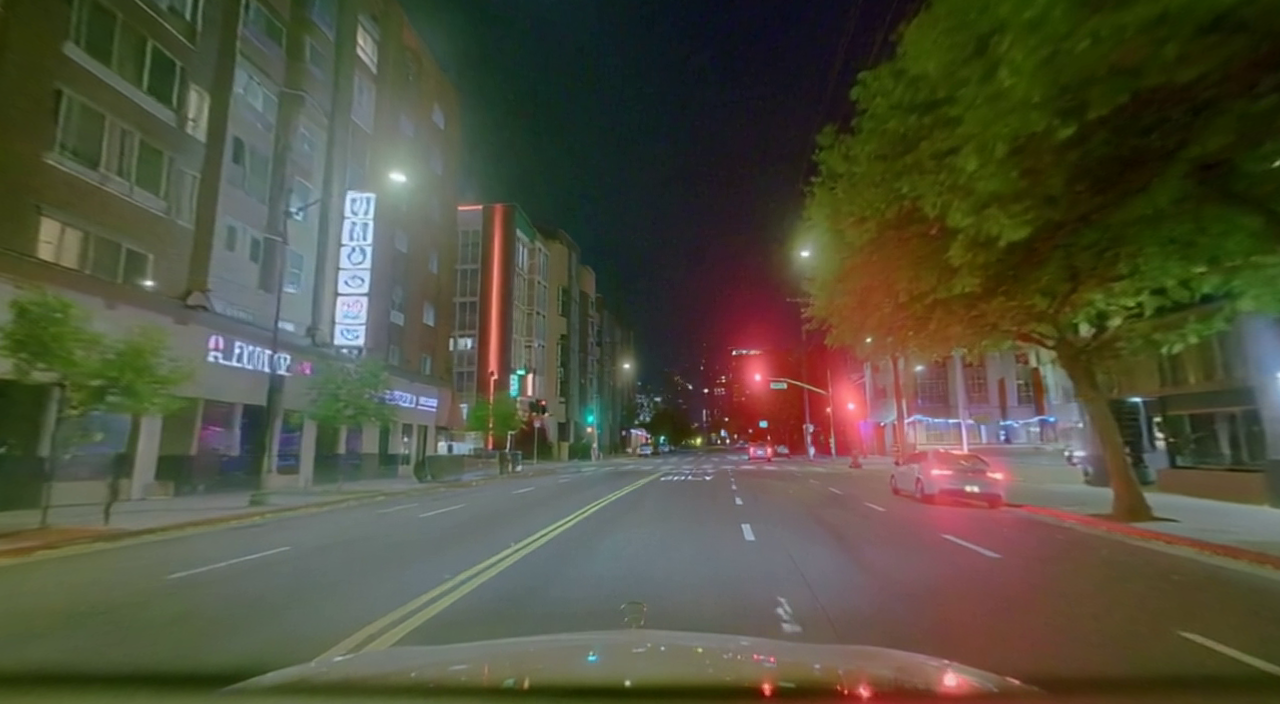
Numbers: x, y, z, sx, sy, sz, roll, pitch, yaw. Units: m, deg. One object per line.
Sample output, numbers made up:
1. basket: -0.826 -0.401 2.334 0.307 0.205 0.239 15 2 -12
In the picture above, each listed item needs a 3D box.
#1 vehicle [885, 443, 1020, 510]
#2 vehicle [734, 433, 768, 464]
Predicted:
1. vehicle: 7.965 3.152 16.532 1.759 1.488 4.124 0 -8 6
2. vehicle: 7.510 6.550 43.001 1.971 1.919 4.748 0 -8 7
